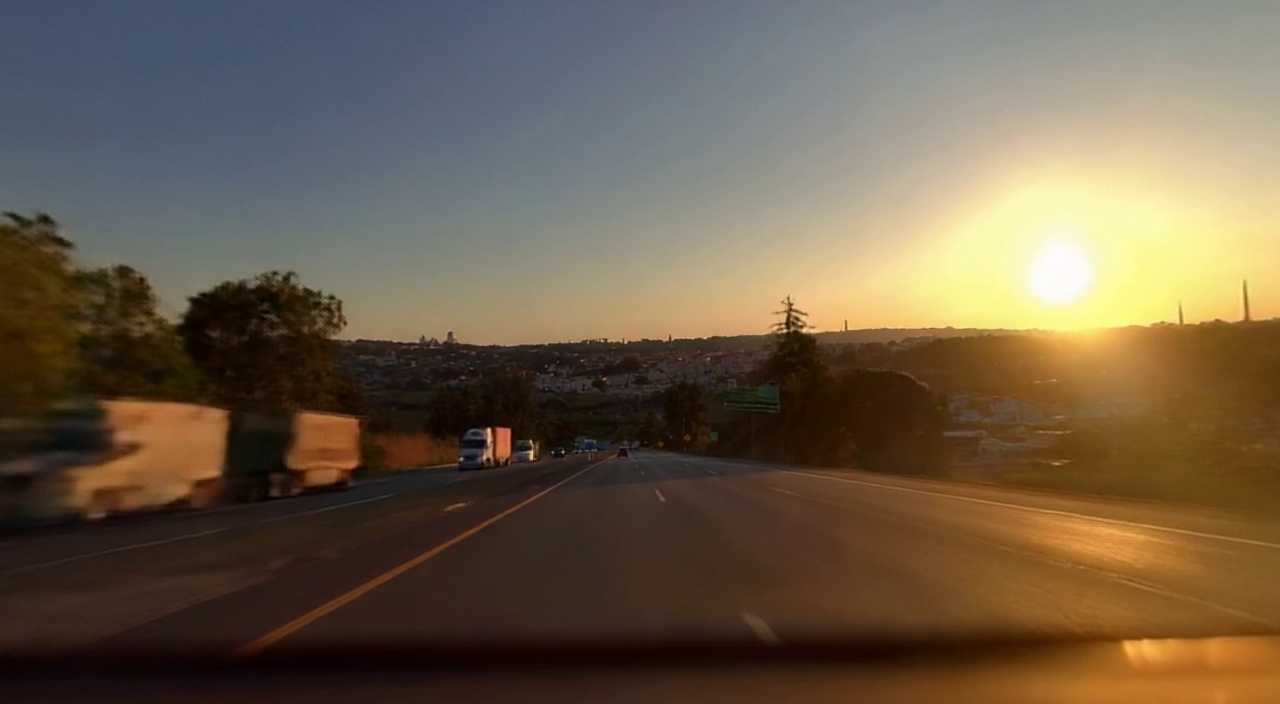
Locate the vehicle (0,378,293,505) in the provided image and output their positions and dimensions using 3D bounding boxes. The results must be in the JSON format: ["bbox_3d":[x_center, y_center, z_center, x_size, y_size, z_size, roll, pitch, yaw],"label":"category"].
[{"bbox_3d":[-17.046,3.332,23.131,2.950,3.611,10.144,0,-9,-1],"label":"vehicle"}]
